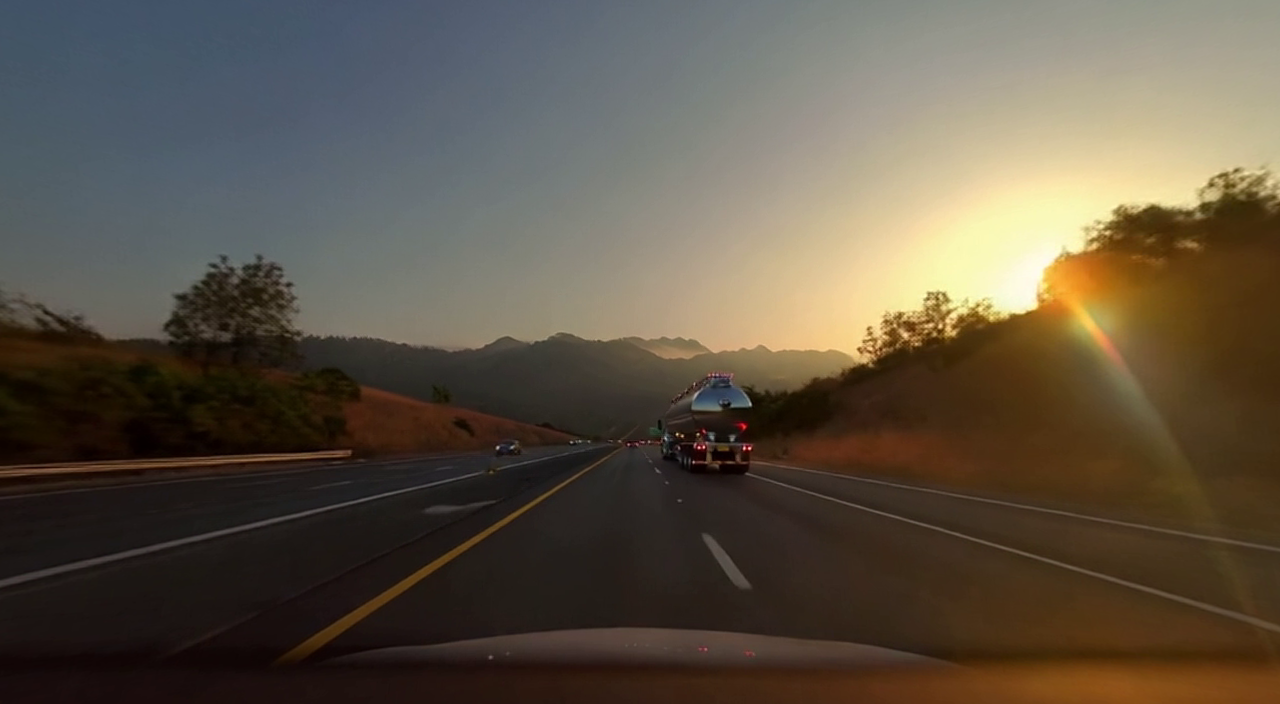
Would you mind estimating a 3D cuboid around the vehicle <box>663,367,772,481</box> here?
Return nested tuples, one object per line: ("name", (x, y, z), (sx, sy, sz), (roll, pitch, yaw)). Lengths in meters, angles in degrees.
("vehicle", (2.753, 3.140, 26.532), (2.946, 3.745, 11.516), (0, -8, -1))
